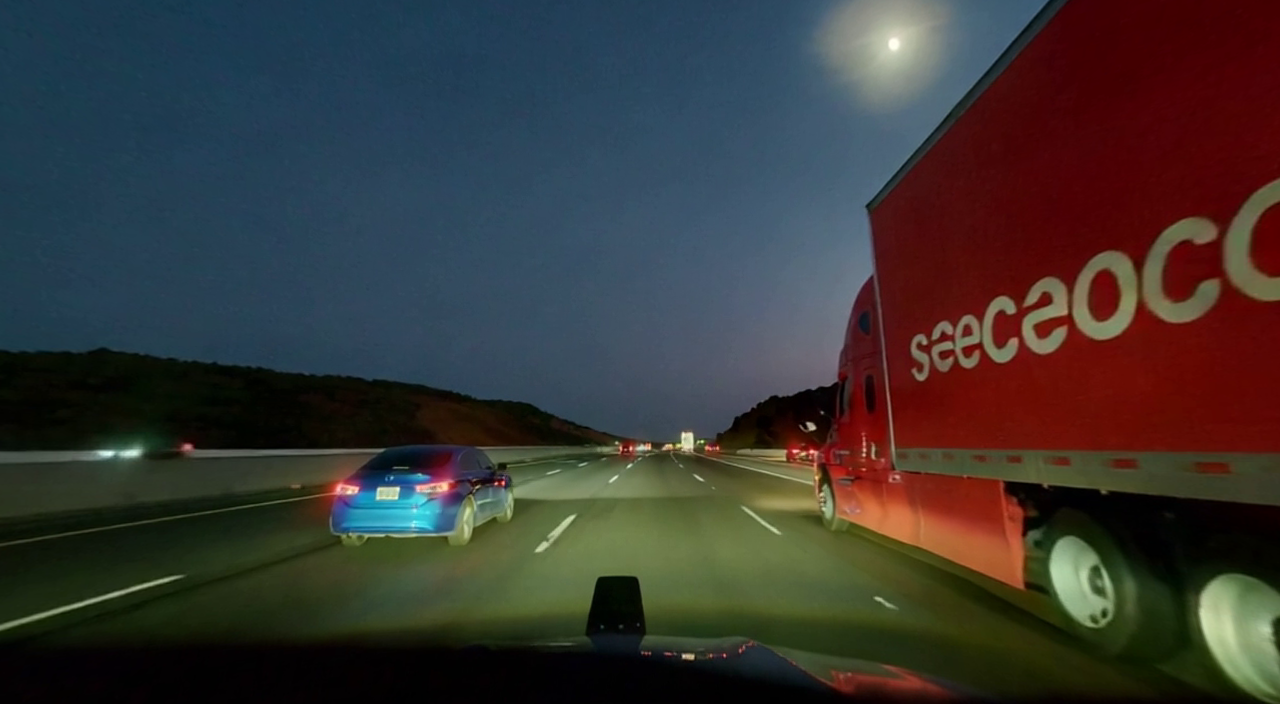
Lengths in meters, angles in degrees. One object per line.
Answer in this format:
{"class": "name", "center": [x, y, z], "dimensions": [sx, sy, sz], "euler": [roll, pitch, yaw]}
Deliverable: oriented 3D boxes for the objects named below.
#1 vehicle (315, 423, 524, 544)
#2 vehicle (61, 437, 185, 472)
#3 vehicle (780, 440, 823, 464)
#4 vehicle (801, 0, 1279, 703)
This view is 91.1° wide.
{"class": "vehicle", "center": [-3.341, 2.068, 10.473], "dimensions": [1.967, 1.615, 3.886], "euler": [0, -8, 2]}
{"class": "vehicle", "center": [-29.144, 5.797, 35.729], "dimensions": [2.201, 1.802, 5.532], "euler": [0, -8, 2]}
{"class": "vehicle", "center": [12.199, 7.586, 47.783], "dimensions": [2.062, 1.736, 4.589], "euler": [0, -8, 0]}
{"class": "vehicle", "center": [4.082, 0.177, 5.494], "dimensions": [3.277, 3.871, 7.882], "euler": [0, -8, 1]}
